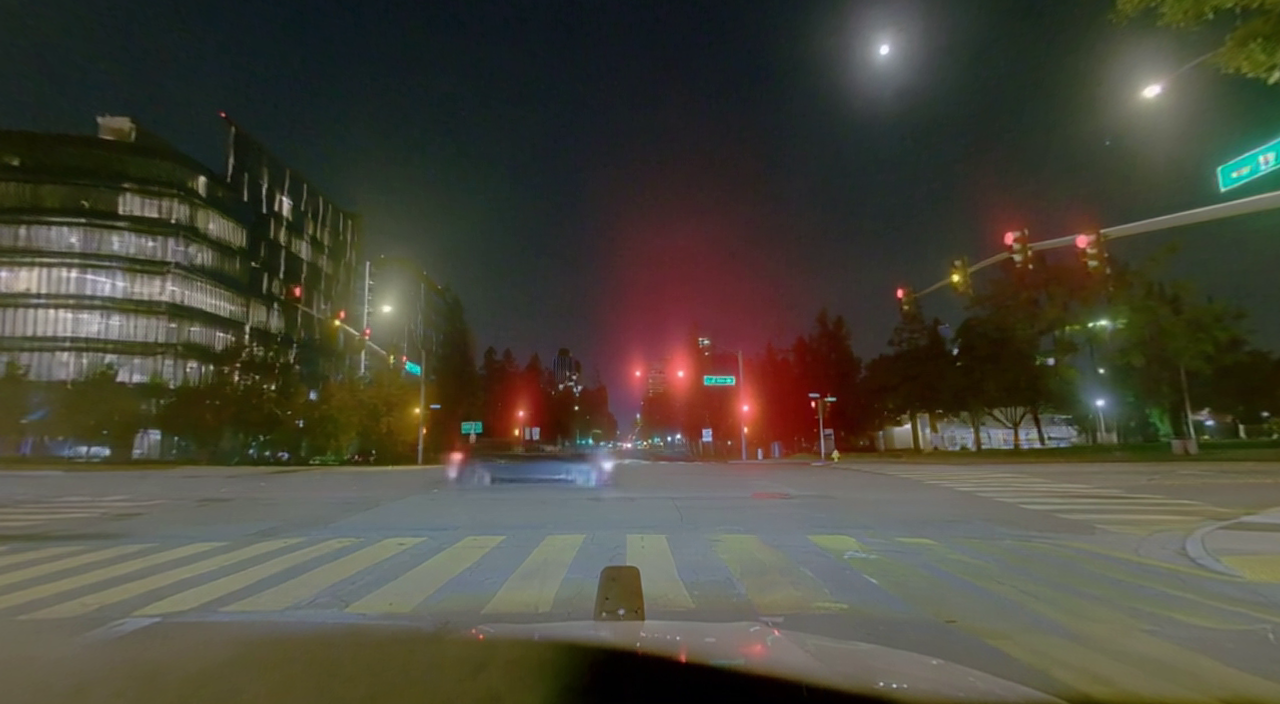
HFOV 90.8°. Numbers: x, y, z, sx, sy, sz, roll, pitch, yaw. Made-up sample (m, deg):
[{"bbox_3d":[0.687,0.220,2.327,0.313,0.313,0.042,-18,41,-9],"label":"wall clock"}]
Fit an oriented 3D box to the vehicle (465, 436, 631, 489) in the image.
[{"bbox_3d":[-2.628,3.309,19.003,4.698,1.466,1.883,0,-9,0],"label":"vehicle"}]
